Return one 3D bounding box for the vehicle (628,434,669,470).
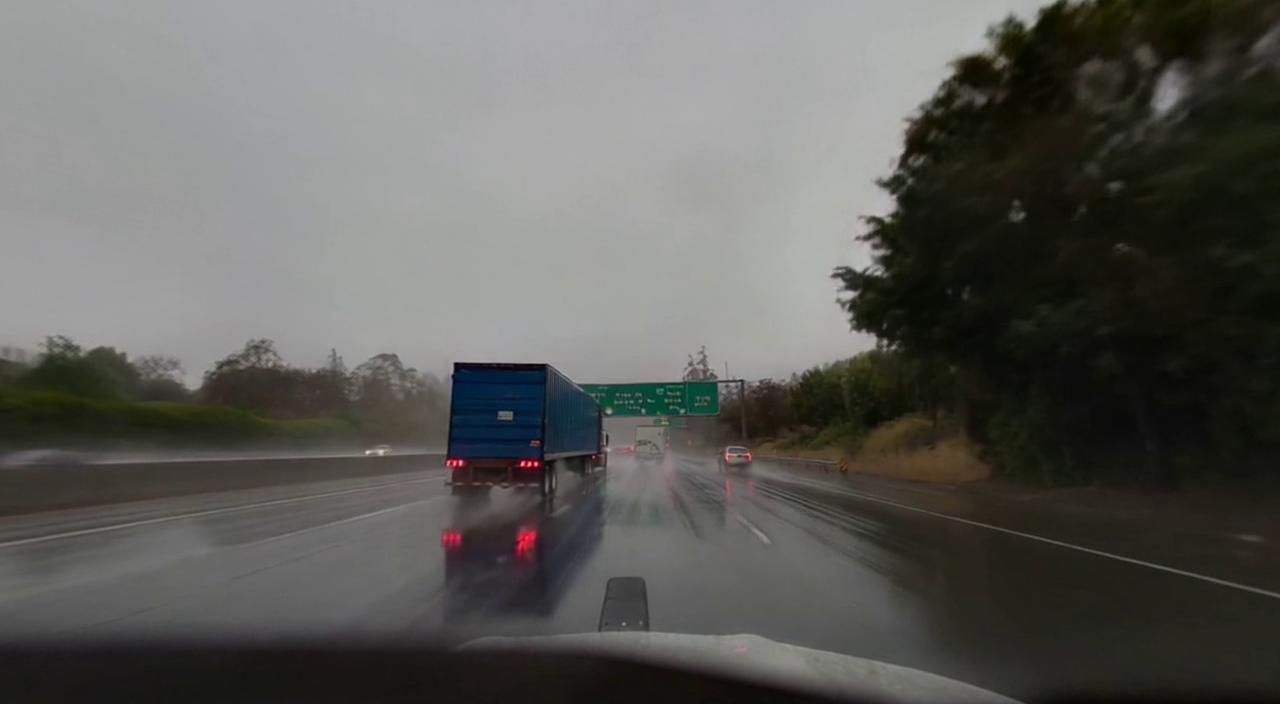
[{"bbox_3d":[0.521,6.125,38.637,2.309,2.023,5.130,0,-8,1],"label":"vehicle"}]

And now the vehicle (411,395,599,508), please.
[{"bbox_3d":[-3.414,3.366,21.782,2.854,2.379,16.653,0,-9,0],"label":"vehicle"}]

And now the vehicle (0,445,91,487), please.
[{"bbox_3d":[-24.422,4.407,24.565,1.839,1.498,4.622,0,-8,1],"label":"vehicle"}]

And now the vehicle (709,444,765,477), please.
[{"bbox_3d":[4.589,5.201,30.586,1.993,1.474,4.230,0,-8,-1],"label":"vehicle"}]
